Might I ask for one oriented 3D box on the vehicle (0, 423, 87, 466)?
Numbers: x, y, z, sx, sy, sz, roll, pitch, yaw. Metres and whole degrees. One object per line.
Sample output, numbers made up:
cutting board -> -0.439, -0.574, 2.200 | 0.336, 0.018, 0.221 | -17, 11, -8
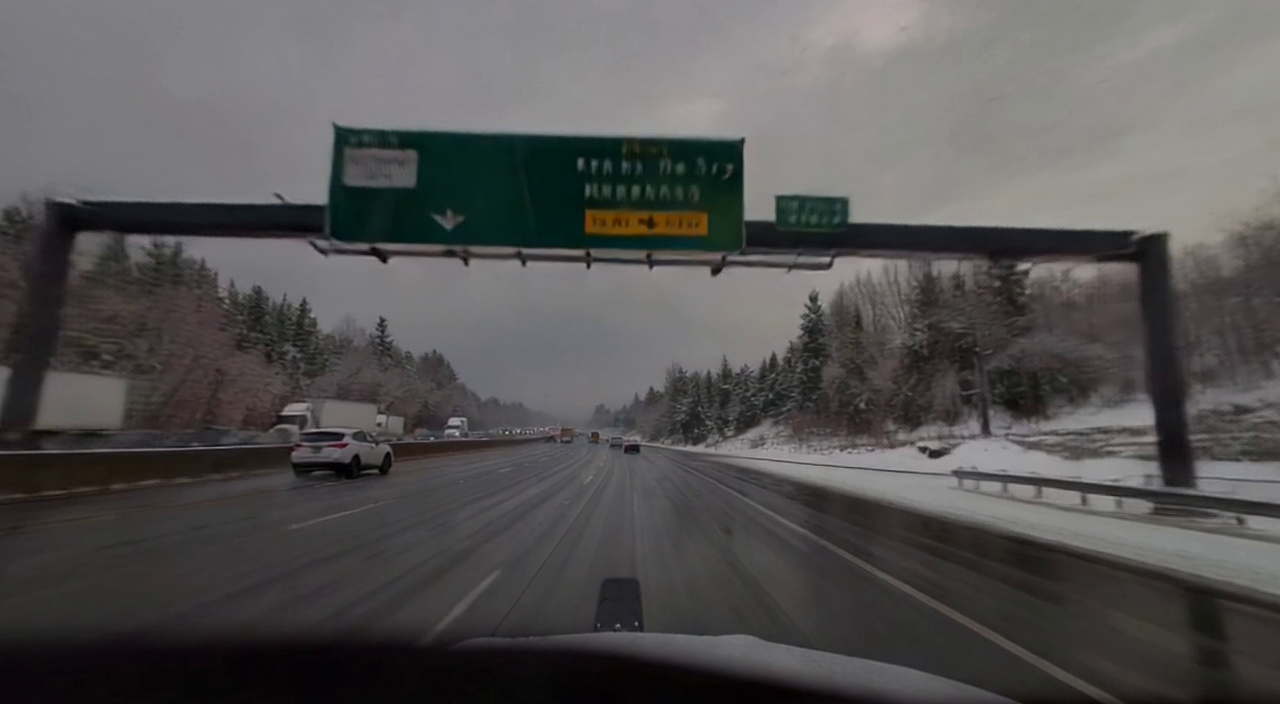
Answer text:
vehicle -> -25.030, 3.712, 25.506 | 1.822, 1.593, 3.922 | 0, -8, -2

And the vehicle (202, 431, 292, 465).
vehicle -> -17.860, 4.353, 28.844 | 1.833, 1.439, 3.471 | 0, -8, 0

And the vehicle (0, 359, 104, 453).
vehicle -> -29.372, 2.290, 27.060 | 2.780, 4.092, 11.598 | 0, -7, -1

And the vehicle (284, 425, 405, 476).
vehicle -> -10.730, 3.602, 23.418 | 2.197, 1.654, 4.823 | 0, -8, -1

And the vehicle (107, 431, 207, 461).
vehicle -> -25.310, 4.924, 33.277 | 1.913, 1.419, 4.406 | 0, -8, -3
